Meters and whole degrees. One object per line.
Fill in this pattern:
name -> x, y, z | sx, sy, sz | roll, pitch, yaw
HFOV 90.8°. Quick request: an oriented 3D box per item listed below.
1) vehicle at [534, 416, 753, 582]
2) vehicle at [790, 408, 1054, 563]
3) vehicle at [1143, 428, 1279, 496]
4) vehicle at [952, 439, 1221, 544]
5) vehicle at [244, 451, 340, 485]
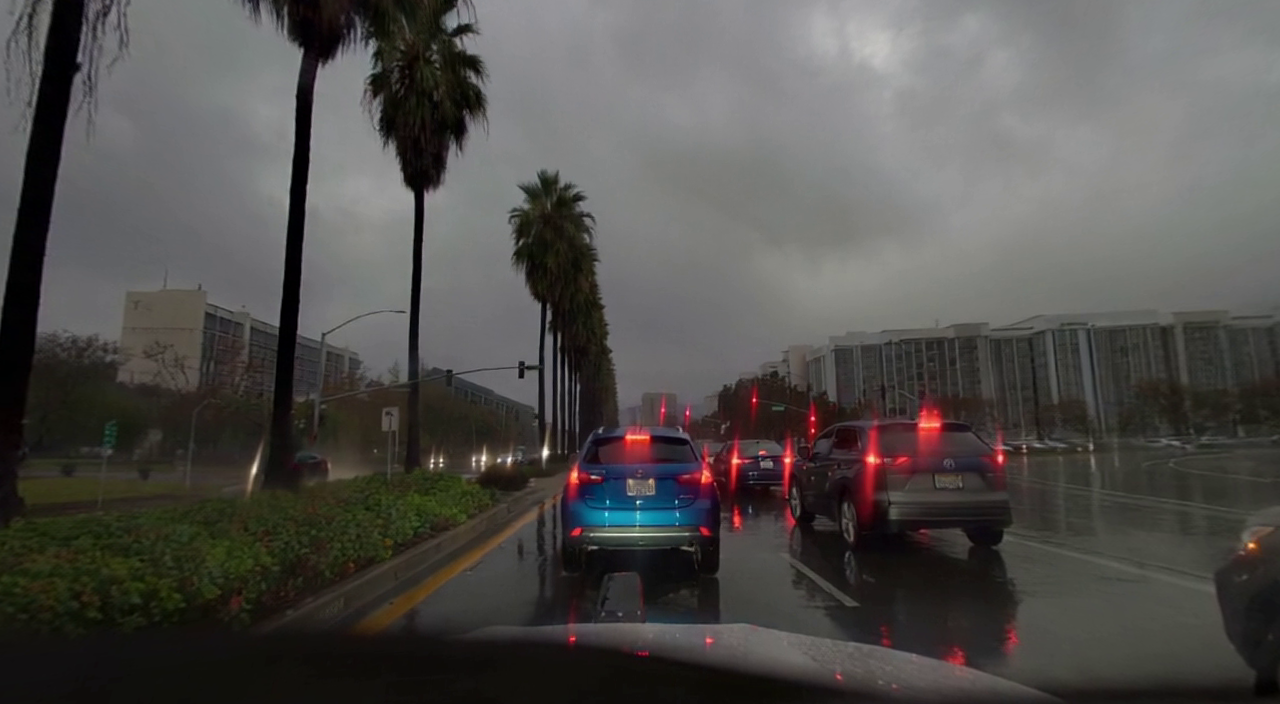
vehicle -> 0.027, 1.711, 8.117 | 2.083, 1.572, 4.021 | 0, -9, 0
vehicle -> 3.669, 1.815, 9.247 | 1.947, 1.725, 4.159 | 0, -9, 0
vehicle -> 18.062, 3.201, 18.486 | 4.786, 1.848, 2.107 | 0, -9, -1
vehicle -> 7.370, 2.298, 11.056 | 1.832, 1.477, 3.981 | 0, -9, 2
vehicle -> -16.341, 5.452, 29.978 | 2.021, 1.464, 4.505 | 0, -9, -1
